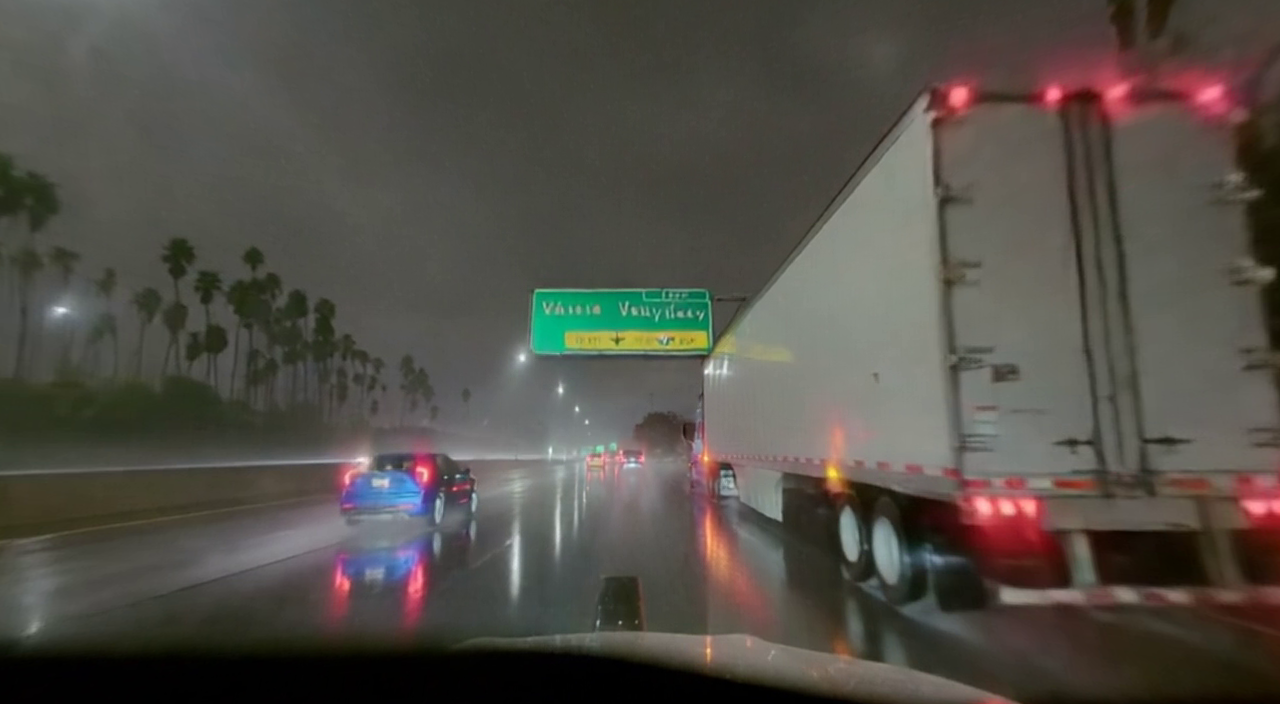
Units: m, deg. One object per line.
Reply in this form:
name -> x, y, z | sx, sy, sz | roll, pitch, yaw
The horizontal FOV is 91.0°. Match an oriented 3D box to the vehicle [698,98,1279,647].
vehicle -> 3.570, 1.242, 12.837 | 2.891, 4.123, 16.415 | 0, -9, -1

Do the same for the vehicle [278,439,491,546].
vehicle -> -4.245, 2.381, 11.361 | 2.120, 1.537, 4.139 | 0, -9, -1
